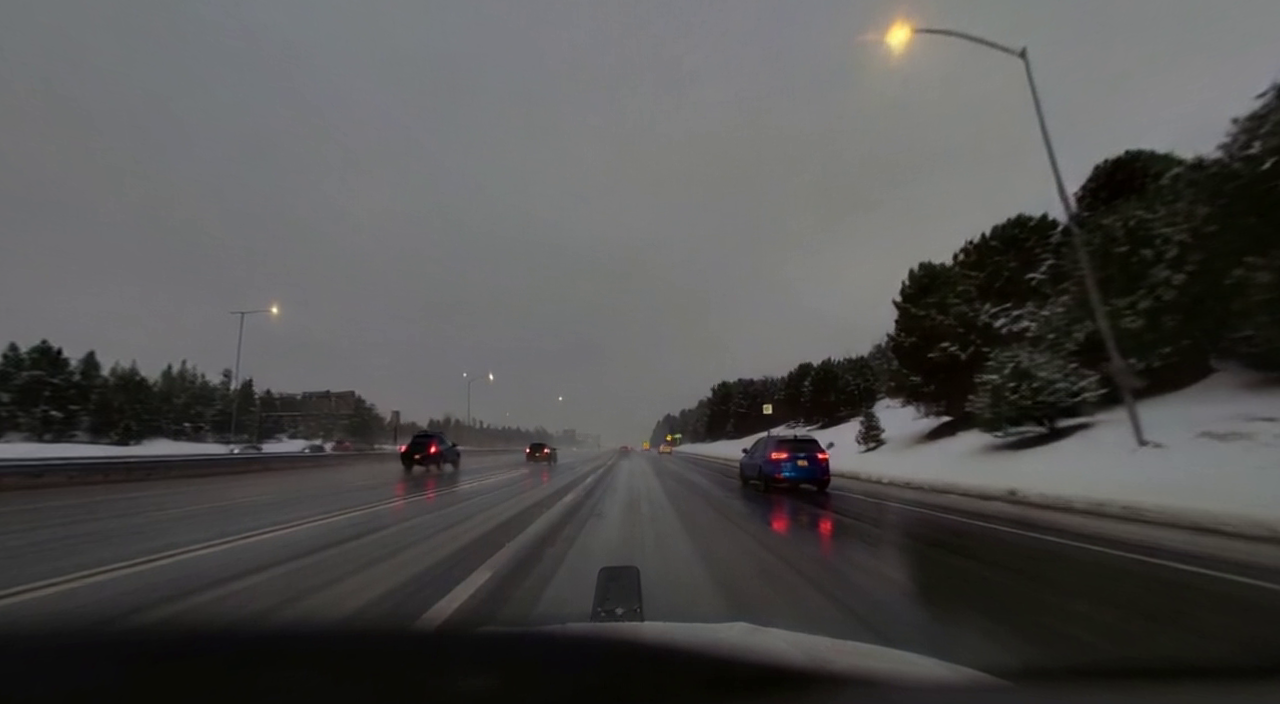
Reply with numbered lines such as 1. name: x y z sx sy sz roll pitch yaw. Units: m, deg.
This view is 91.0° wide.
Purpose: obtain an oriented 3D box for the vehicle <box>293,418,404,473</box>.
1. vehicle: -14.788 4.835 32.522 2.647 2.508 6.337 0 -9 0

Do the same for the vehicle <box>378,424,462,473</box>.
1. vehicle: -10.921 4.880 31.792 2.261 2.230 5.435 0 -9 0

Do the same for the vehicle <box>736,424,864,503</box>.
1. vehicle: 4.246 3.054 17.692 2.184 1.892 4.763 0 -9 -2

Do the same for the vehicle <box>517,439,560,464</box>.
1. vehicle: -7.581 7.471 47.522 2.503 1.775 4.763 0 -9 0
